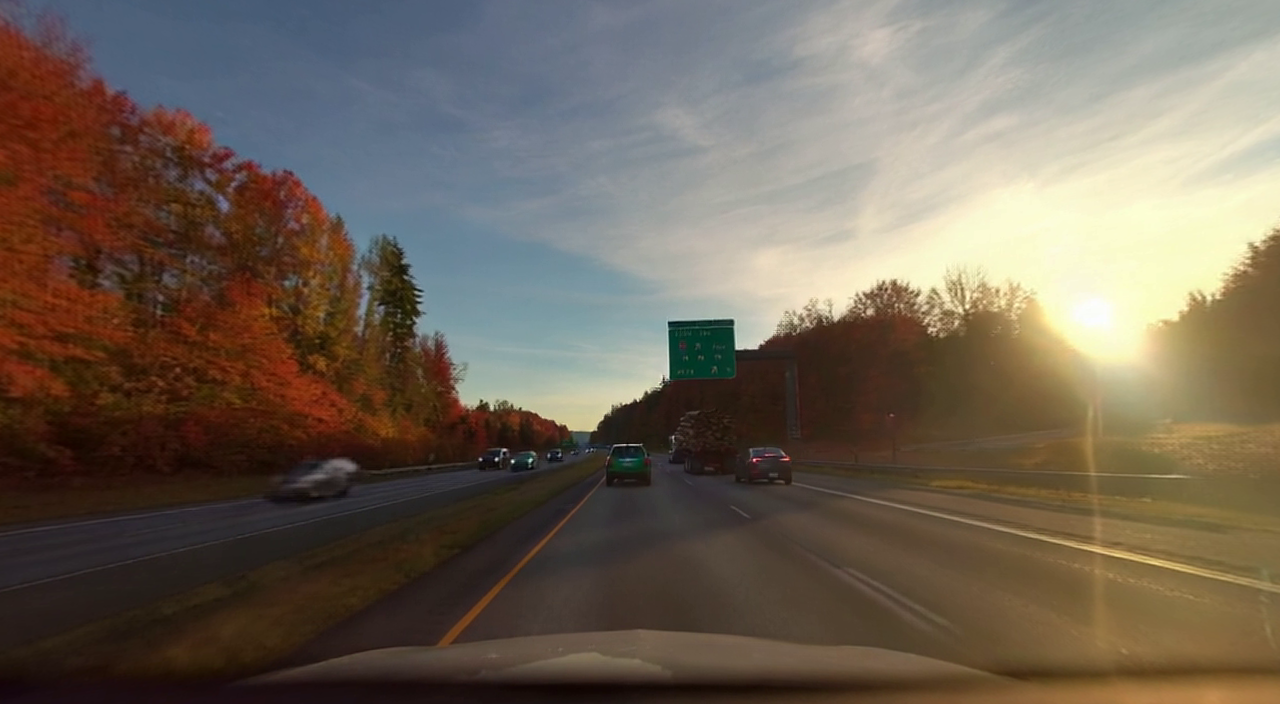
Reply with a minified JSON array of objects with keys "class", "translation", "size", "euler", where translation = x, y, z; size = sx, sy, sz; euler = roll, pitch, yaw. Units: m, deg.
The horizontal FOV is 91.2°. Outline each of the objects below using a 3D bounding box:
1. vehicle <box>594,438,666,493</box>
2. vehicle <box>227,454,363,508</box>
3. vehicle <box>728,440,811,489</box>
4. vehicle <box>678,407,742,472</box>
[{"class":"vehicle","translation":[-0.348,3.872,21.669],"size":[2.263,1.699,3.936],"euler":[0,-9,-1]},{"class":"vehicle","translation":[-12.456,4.646,23.111],"size":[2.191,1.683,4.795],"euler":[-1,-9,1]},{"class":"vehicle","translation":[4.780,4.231,23.912],"size":[2.057,1.660,4.525],"euler":[0,-9,-2]},{"class":"vehicle","translation":[4.524,5.965,42.286],"size":[3.125,3.895,8.461],"euler":[0,-9,-1]}]
